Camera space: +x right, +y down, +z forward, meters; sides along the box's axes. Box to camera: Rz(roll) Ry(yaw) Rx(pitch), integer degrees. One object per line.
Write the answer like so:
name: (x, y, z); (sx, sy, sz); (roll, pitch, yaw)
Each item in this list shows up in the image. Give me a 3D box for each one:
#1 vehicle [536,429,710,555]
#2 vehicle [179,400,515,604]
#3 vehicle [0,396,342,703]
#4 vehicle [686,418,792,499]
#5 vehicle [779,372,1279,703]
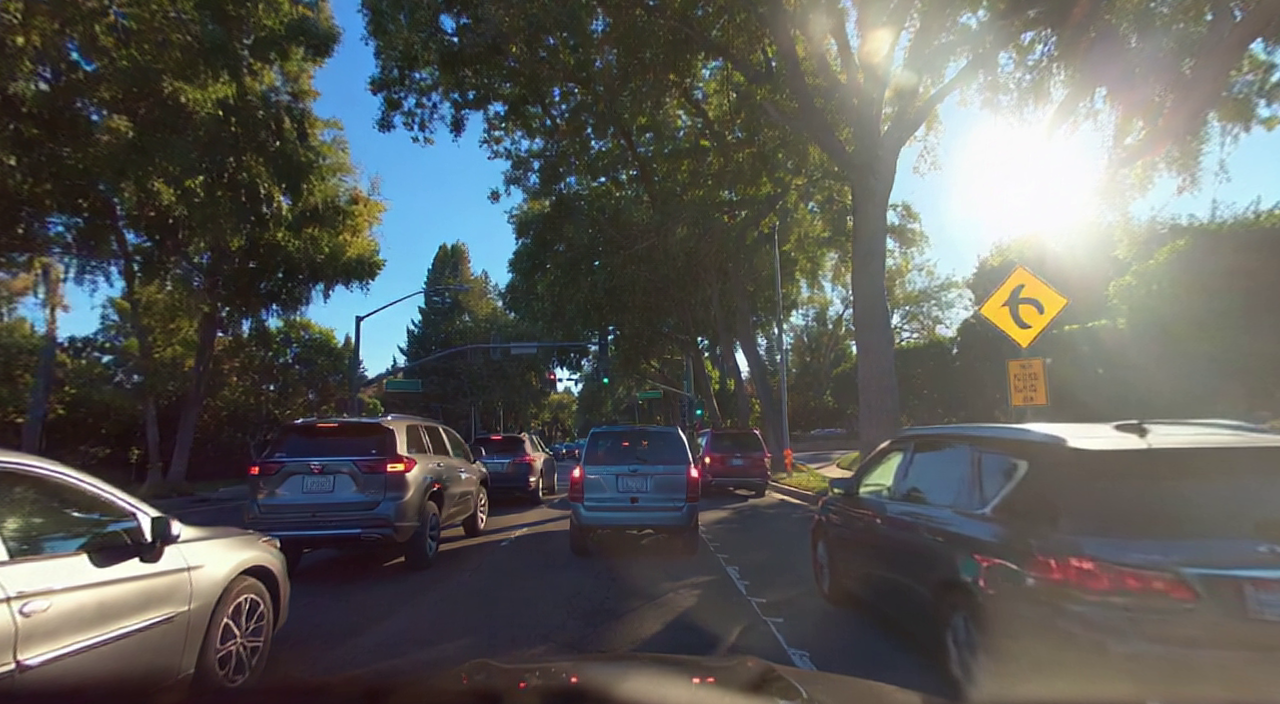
vehicle: (-0.252, 1.925, 9.340); (2.025, 1.453, 3.848); (0, -8, -2)
vehicle: (-2.897, 1.574, 7.454); (1.964, 1.712, 4.097); (0, -8, 0)
vehicle: (-2.925, 0.843, 1.619); (1.974, 1.484, 4.716); (0, -8, 0)
vehicle: (2.453, 2.809, 16.879); (2.059, 1.864, 4.541); (0, -8, -1)
vehicle: (2.522, 1.146, 4.171); (2.116, 1.497, 4.652); (0, -8, 0)
